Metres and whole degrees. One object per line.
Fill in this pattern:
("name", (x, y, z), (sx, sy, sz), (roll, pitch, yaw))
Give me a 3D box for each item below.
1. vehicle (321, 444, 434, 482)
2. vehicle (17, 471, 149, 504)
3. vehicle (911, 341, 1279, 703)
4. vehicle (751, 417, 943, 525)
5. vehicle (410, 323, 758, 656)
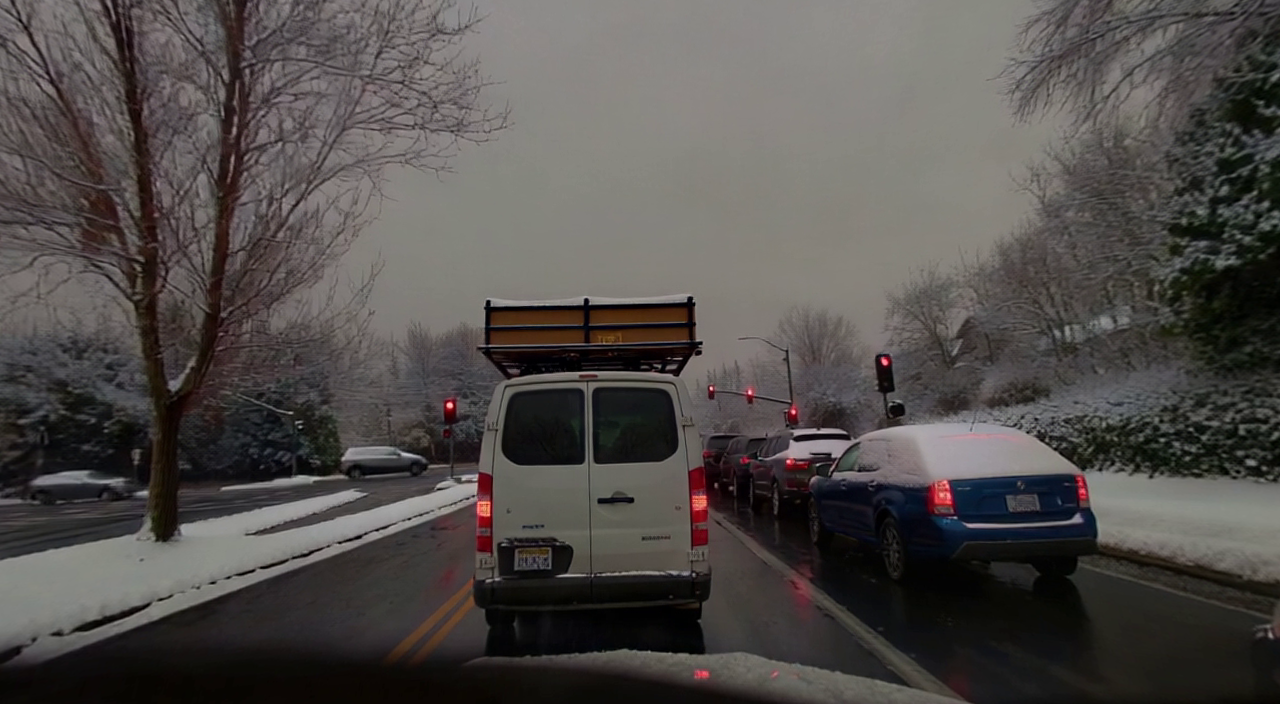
("vehicle", (-14.136, 5.953, 34.183), (5.241, 1.894, 2.257), (5, -10, -32))
("vehicle", (-25.395, 6.193, 28.923), (4.135, 1.321, 1.687), (2, -9, -11))
("vehicle", (3.449, 0.940, 3.398), (1.965, 1.671, 4.146), (0, -9, -3))
("vehicle", (3.698, 2.217, 12.268), (2.024, 1.692, 4.252), (1, -9, -4))
("vehicle", (-0.358, 1.165, 6.184), (2.145, 2.089, 4.309), (0, -9, 0))
